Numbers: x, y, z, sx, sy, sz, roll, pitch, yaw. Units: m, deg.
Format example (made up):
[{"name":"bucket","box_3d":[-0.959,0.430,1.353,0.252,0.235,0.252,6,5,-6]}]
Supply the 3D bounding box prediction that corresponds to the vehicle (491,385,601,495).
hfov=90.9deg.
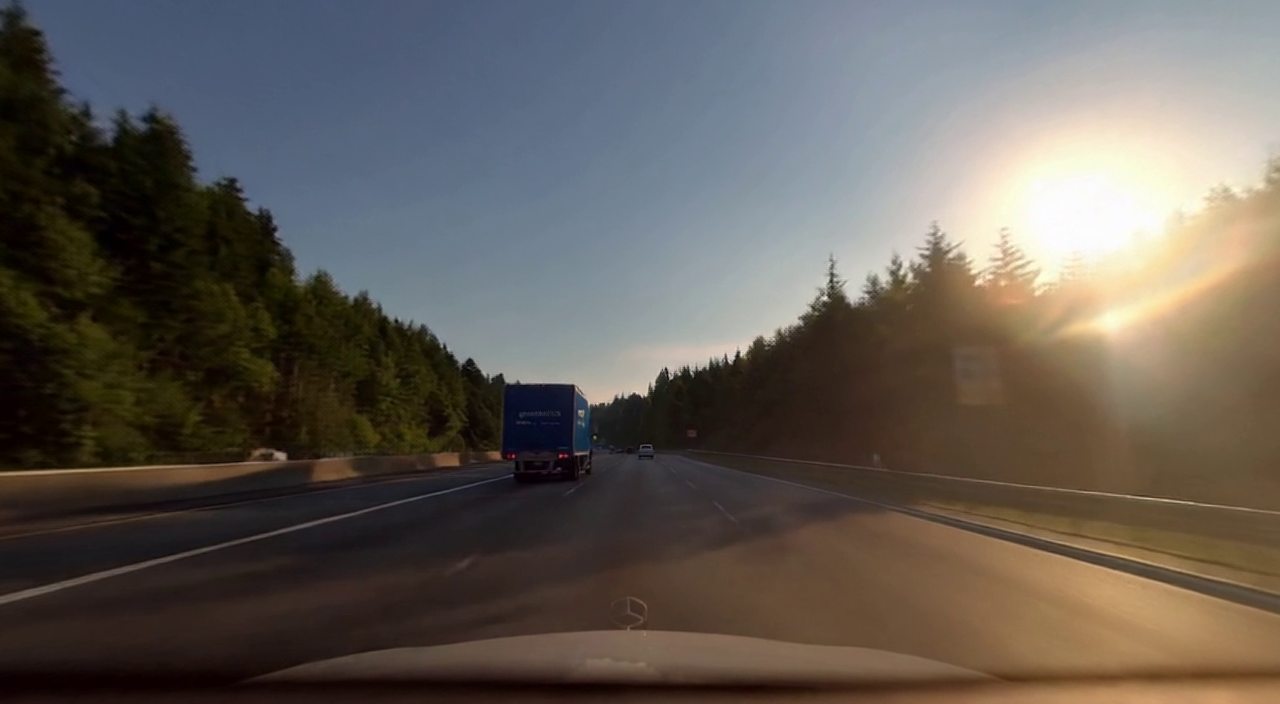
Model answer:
[{"name":"vehicle","box_3d":[-2.917,3.059,21.721,2.695,3.151,6.885,0,-9,0]}]

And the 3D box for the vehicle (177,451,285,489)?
[{"name":"vehicle","box_3d":[-16.940,4.880,26.378,1.819,1.454,3.978,0,-9,0]}]
